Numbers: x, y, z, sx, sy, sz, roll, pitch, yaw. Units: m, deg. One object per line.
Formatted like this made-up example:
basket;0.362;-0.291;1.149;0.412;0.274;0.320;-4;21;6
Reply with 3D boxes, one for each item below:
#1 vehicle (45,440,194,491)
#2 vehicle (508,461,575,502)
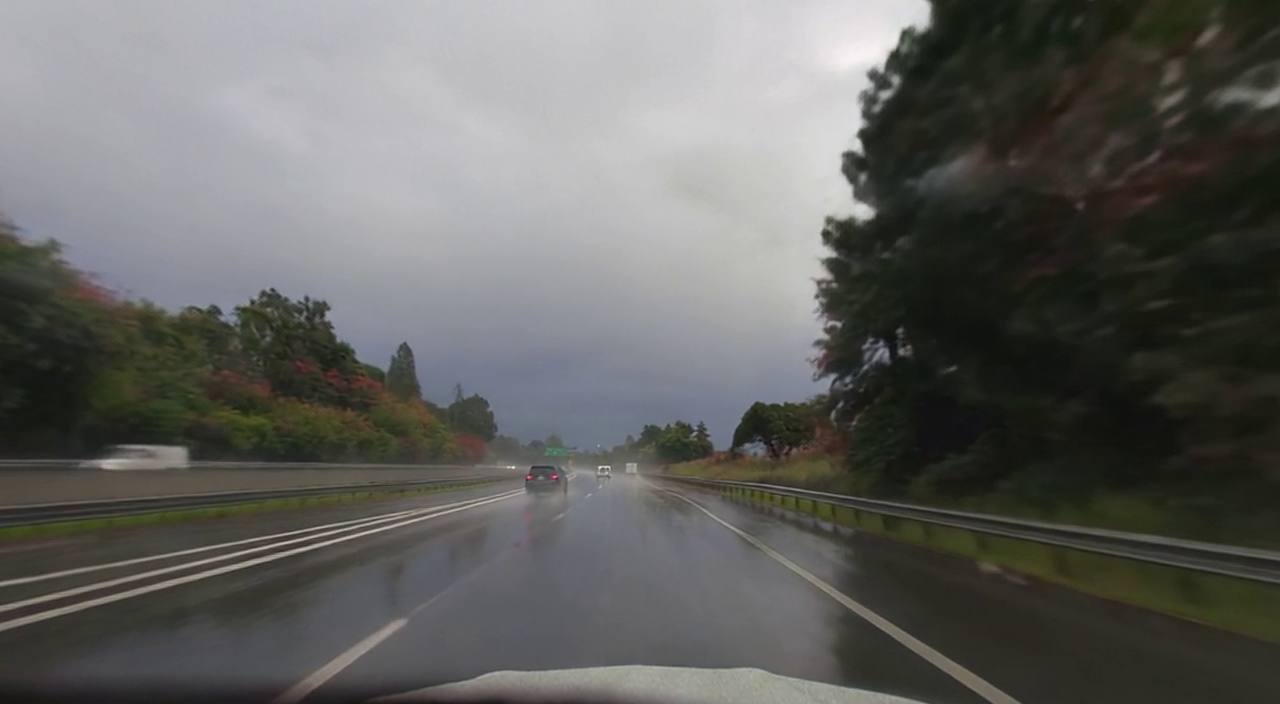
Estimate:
vehicle;-21.481;4.755;26.356;2.076;1.899;4.861;1;-10;-1
vehicle;-4.046;5.441;26.736;2.115;1.546;4.638;1;-10;-1
